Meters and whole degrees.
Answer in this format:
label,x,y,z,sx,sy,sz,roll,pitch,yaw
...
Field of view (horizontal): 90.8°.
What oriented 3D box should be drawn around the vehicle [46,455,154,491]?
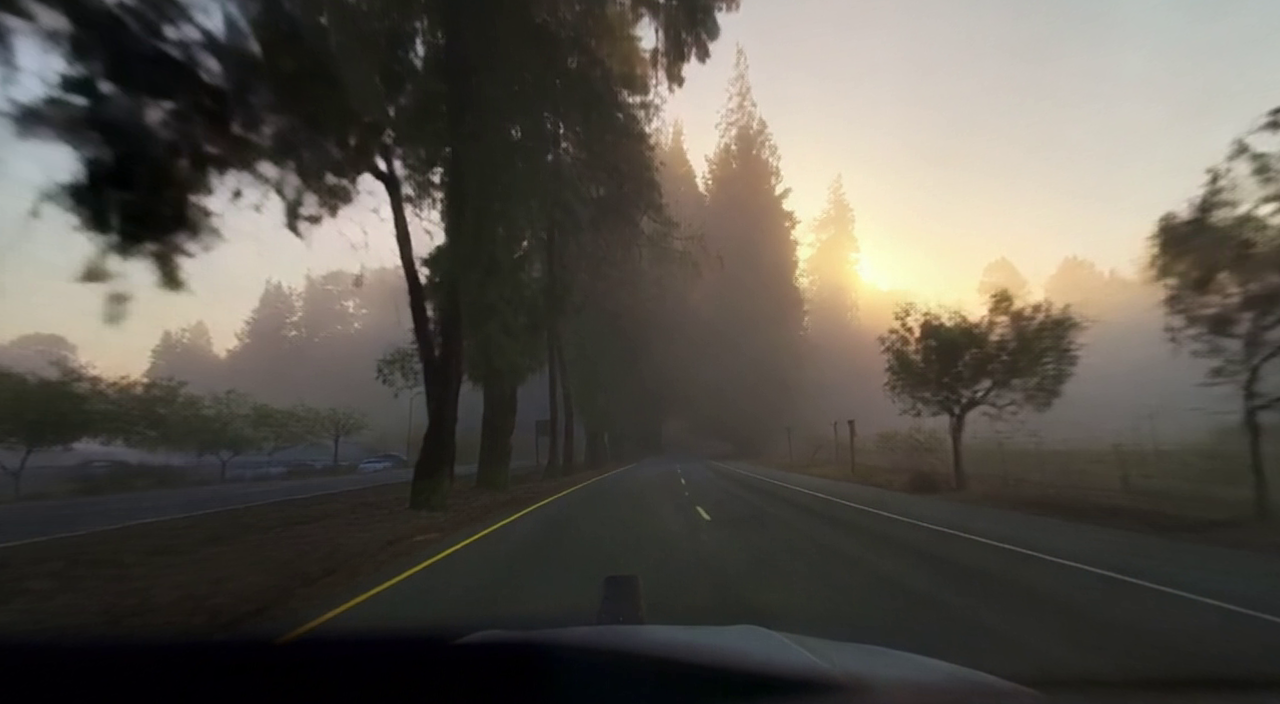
label,x,y,z,sx,sy,sz,roll,pitch,yaw
vehicle,-41.327,9.234,48.425,6.659,2.408,2.257,-2,-6,7
